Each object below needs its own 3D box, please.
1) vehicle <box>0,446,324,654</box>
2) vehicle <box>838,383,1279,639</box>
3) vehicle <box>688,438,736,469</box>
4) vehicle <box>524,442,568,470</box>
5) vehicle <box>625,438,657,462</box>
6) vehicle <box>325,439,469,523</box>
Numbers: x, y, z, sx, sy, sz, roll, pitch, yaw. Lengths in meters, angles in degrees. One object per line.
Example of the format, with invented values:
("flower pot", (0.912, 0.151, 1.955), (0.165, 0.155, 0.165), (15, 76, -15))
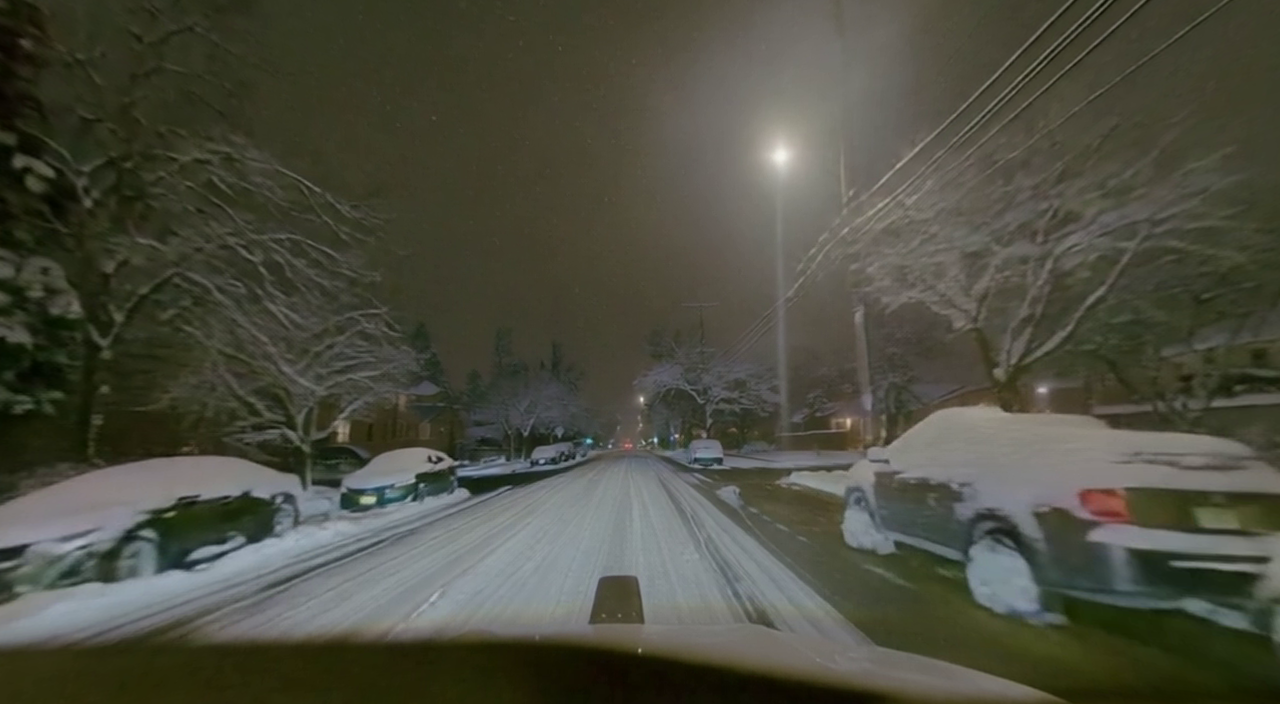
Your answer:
("vehicle", (-5.971, 1.987, 7.518), (1.930, 1.456, 4.965), (-3, -7, 0))
("vehicle", (3.821, 1.387, 6.523), (2.108, 1.719, 4.339), (0, -8, 0))
("vehicle", (3.992, 5.708, 35.841), (2.144, 1.572, 5.026), (0, -8, 0))
("vehicle", (-6.049, 6.755, 41.313), (2.094, 1.433, 5.740), (-4, -7, -2))
("vehicle", (0.038, 6.663, 42.982), (2.062, 1.509, 4.305), (0, -8, -1))
("vehicle", (-6.009, 3.160, 16.328), (1.769, 1.572, 4.990), (-4, -6, 0))
